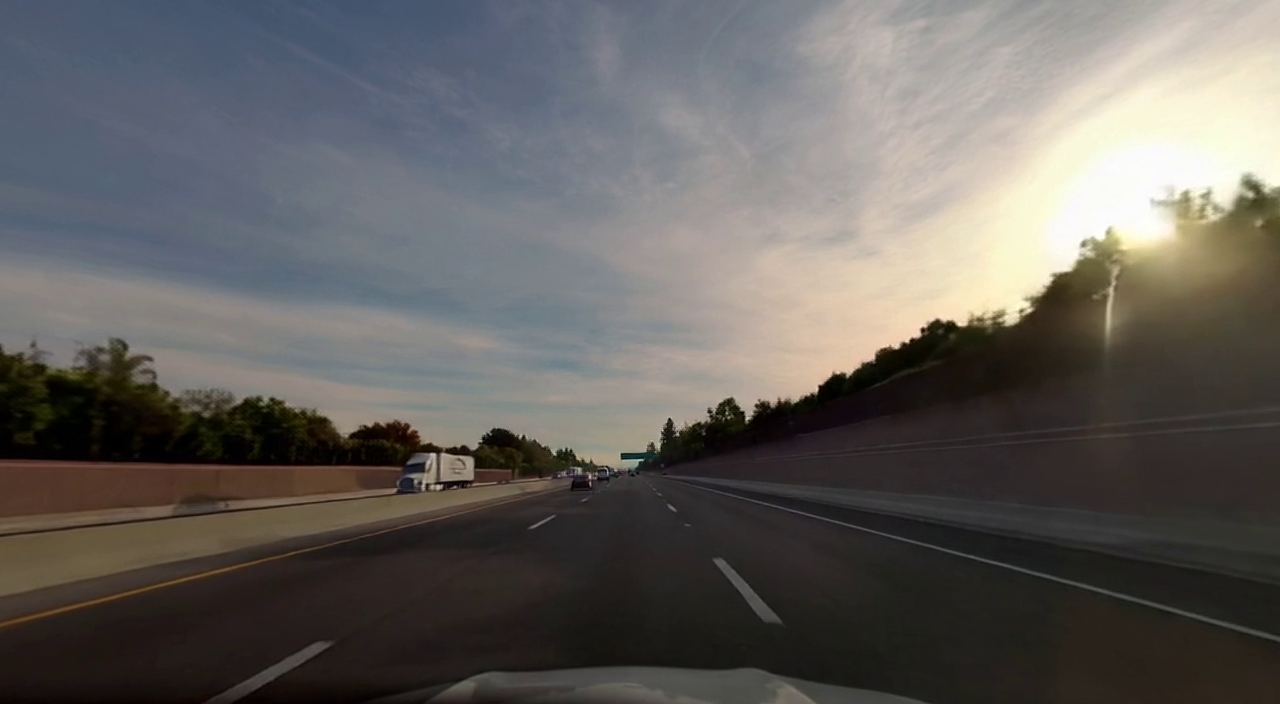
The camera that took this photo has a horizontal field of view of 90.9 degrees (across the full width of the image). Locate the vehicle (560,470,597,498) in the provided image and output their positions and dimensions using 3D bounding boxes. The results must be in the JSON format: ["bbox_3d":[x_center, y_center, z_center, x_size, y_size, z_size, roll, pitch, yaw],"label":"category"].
[{"bbox_3d":[-3.558,7.765,37.225,1.863,1.486,3.852,1,-11,-1],"label":"vehicle"}]
